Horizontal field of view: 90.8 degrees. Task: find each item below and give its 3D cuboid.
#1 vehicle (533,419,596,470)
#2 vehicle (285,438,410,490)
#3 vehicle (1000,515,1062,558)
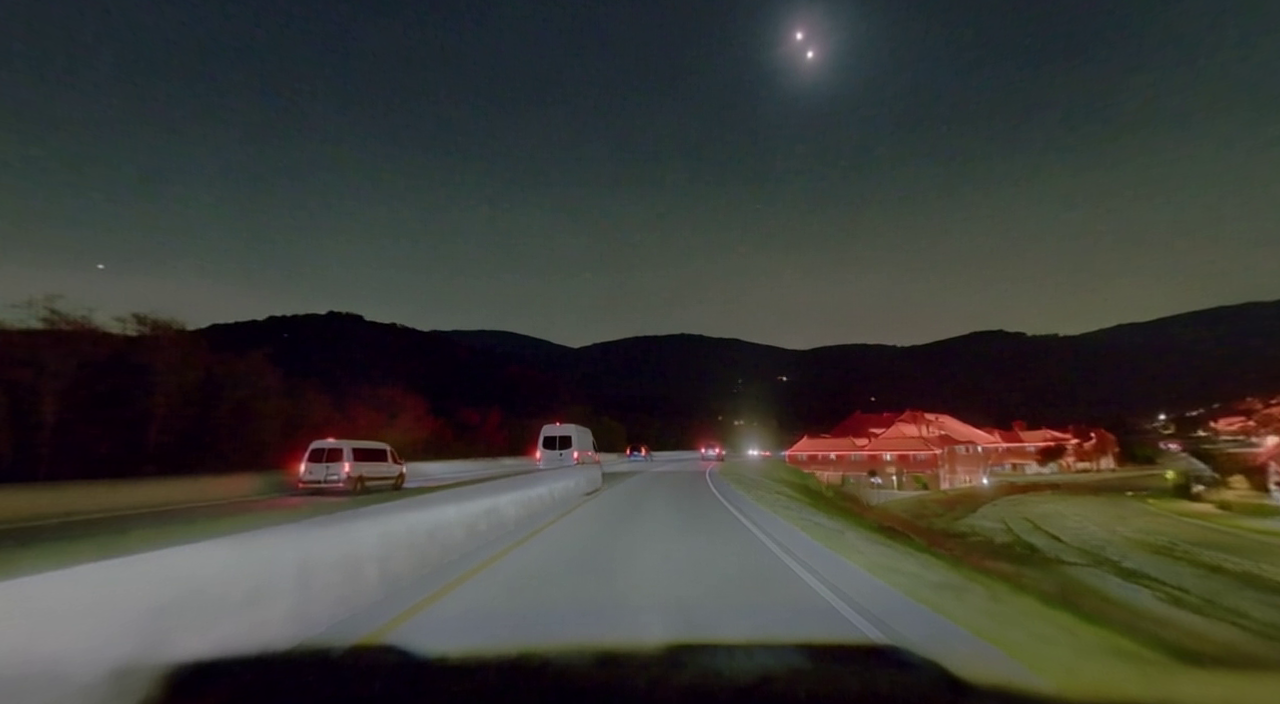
[{"bbox_3d":[-4.275,5.450,37.154,2.314,2.703,6.441,-1,-9,6],"label":"vehicle"},{"bbox_3d":[-9.463,3.635,20.903,1.821,1.524,4.342,-1,-8,4],"label":"vehicle"},{"bbox_3d":[22.263,10.500,36.180,1.887,1.776,4.198,-2,-9,16],"label":"vehicle"}]
